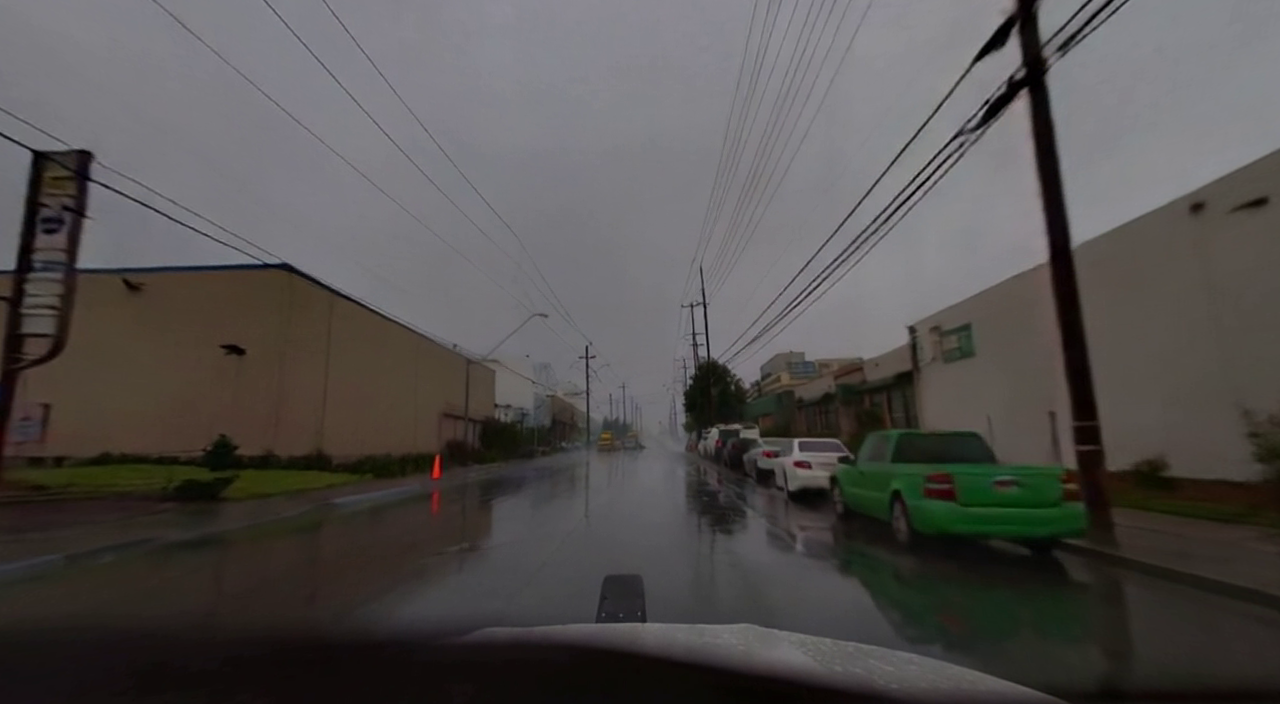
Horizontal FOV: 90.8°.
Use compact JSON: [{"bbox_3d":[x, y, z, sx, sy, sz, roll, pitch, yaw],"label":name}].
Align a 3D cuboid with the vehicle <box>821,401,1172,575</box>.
[{"bbox_3d":[4.450,1.820,9.276,2.009,1.776,5.440,0,-9,1],"label":"vehicle"}]
